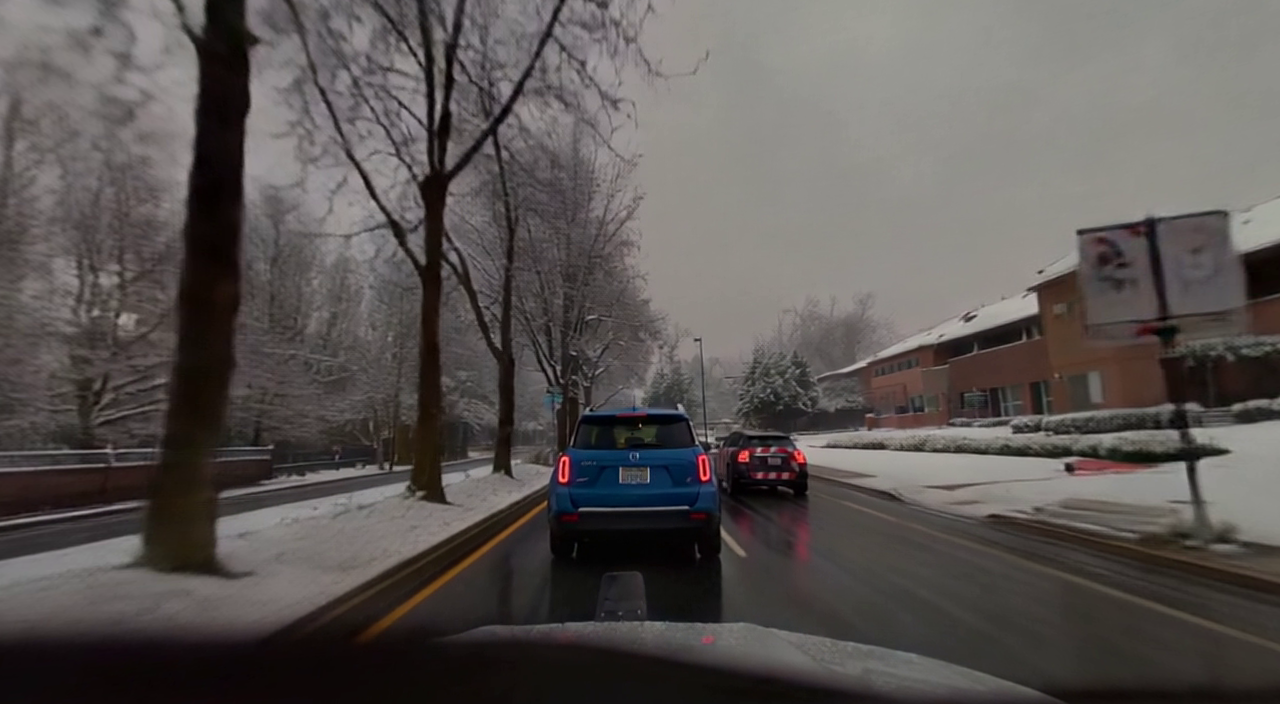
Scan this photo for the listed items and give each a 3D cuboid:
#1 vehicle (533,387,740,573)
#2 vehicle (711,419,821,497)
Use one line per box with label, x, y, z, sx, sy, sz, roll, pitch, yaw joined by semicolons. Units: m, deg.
vehicle;-0.083;1.468;7.732;1.984;1.777;3.148;0;-8;-2
vehicle;3.056;2.690;16.255;1.840;1.709;4.202;0;-8;-2
